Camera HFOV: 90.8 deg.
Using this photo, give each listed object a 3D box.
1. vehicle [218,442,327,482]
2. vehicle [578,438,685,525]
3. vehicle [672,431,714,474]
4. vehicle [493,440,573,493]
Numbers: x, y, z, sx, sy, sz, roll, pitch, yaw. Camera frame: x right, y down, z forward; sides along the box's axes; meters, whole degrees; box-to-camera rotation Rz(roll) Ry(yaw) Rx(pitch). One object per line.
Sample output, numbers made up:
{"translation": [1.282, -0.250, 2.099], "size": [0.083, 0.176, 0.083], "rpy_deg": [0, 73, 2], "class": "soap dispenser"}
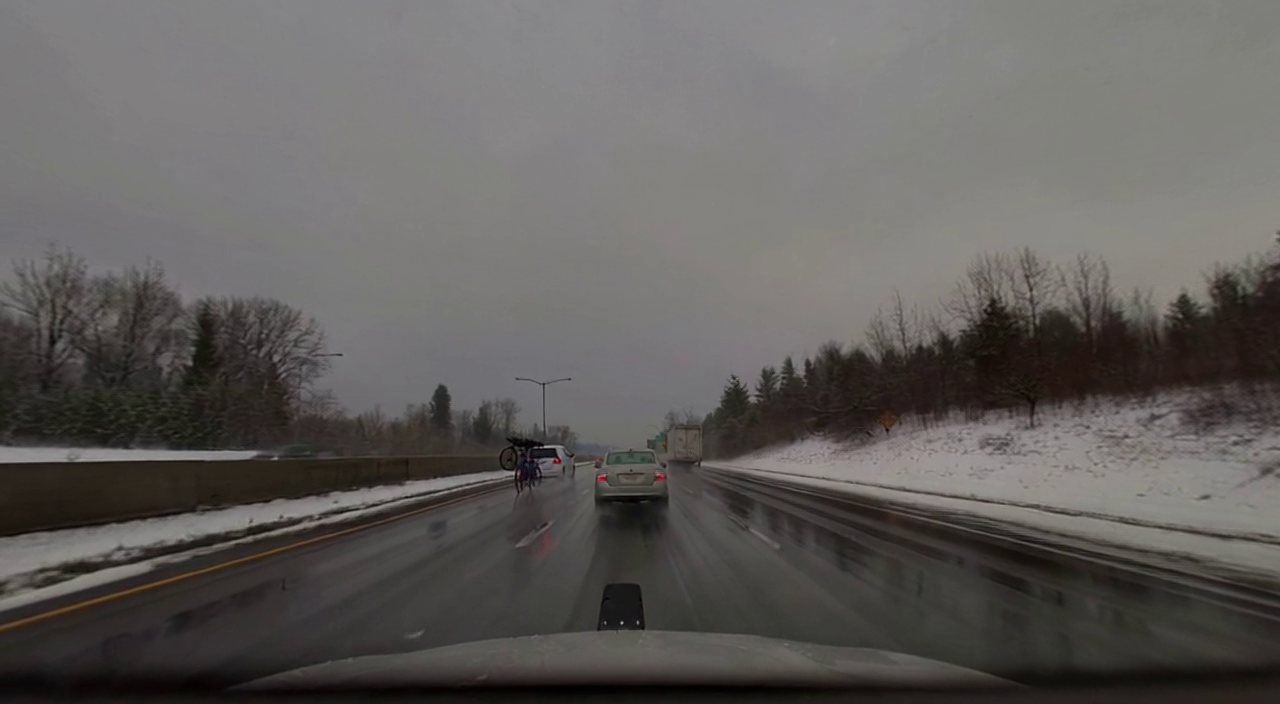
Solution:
{"translation": [-15.674, 4.720, 27.247], "size": [1.985, 1.562, 4.522], "rpy_deg": [0, -9, 0], "class": "vehicle"}
{"translation": [-0.142, 2.673, 13.442], "size": [1.973, 1.574, 3.426], "rpy_deg": [0, -9, 1], "class": "vehicle"}
{"translation": [3.452, 6.709, 42.160], "size": [2.234, 2.679, 5.372], "rpy_deg": [0, -9, -1], "class": "vehicle"}
{"translation": [-3.707, 4.074, 22.729], "size": [1.985, 1.671, 4.604], "rpy_deg": [0, -9, 1], "class": "vehicle"}
